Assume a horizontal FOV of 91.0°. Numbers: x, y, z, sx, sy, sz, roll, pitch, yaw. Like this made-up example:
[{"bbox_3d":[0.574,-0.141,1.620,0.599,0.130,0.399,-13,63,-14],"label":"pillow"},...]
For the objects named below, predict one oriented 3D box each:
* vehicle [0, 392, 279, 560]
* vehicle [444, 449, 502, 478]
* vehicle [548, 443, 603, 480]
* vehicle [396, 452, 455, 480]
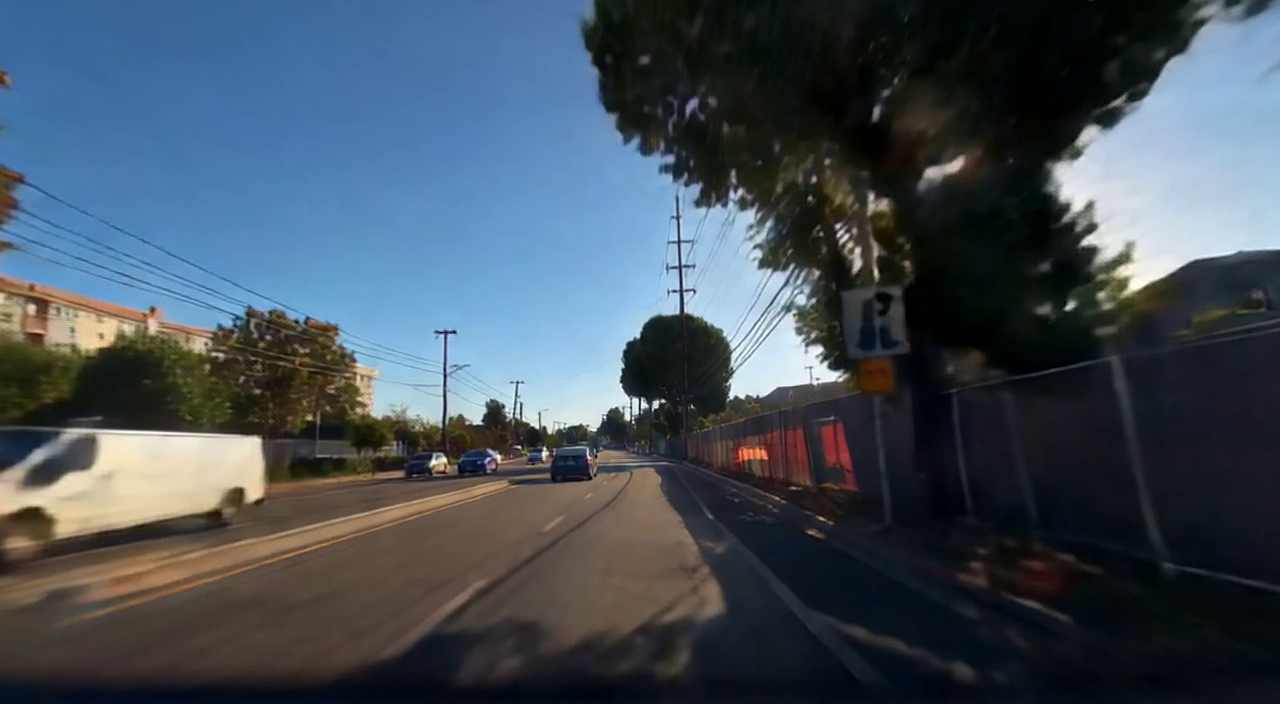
[{"bbox_3d":[-9.844,2.228,12.101,2.377,2.439,5.510,0,-9,1],"label":"vehicle"},{"bbox_3d":[-9.406,6.273,35.766,2.007,1.520,4.466,0,-9,1],"label":"vehicle"},{"bbox_3d":[-2.826,4.902,28.535,1.992,1.515,4.289,0,-9,1],"label":"vehicle"},{"bbox_3d":[-12.826,6.828,37.936,1.923,1.512,4.468,0,-9,0],"label":"vehicle"}]
